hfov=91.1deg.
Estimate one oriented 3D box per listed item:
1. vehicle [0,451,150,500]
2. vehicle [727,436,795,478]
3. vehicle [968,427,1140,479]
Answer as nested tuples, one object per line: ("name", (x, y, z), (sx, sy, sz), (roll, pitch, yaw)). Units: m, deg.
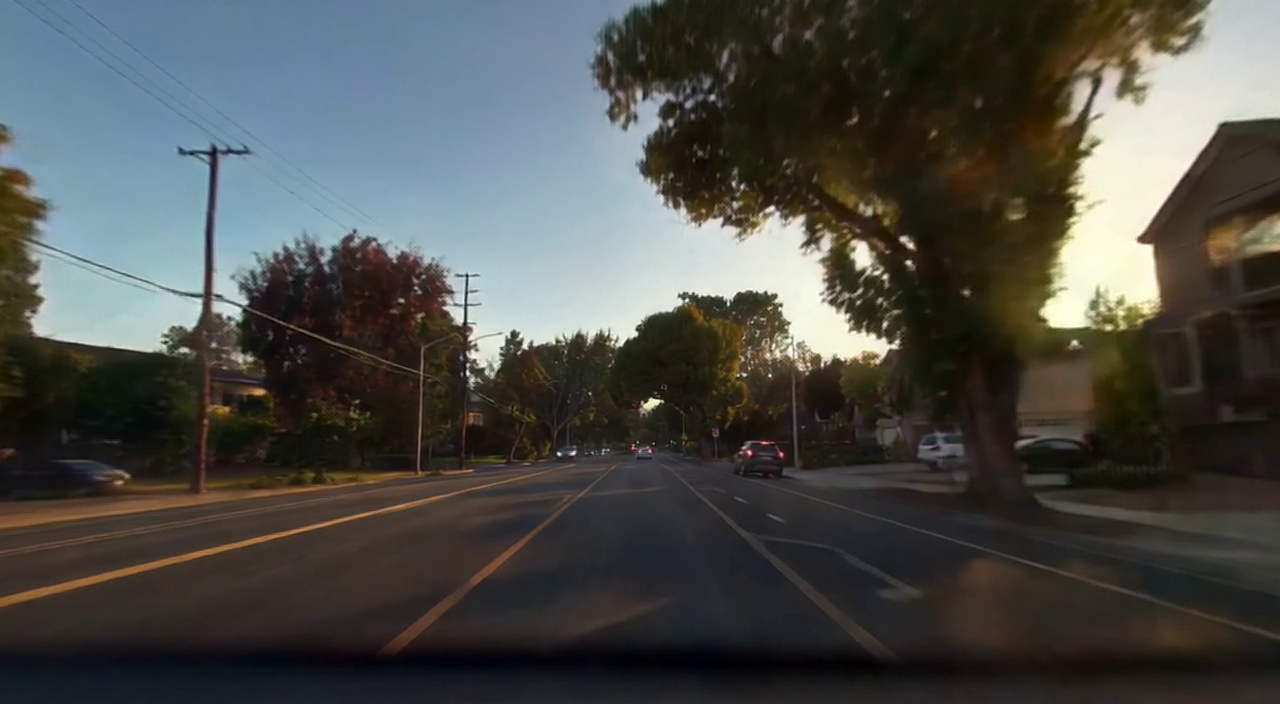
("vehicle", (-19.061, 3.998, 20.487), (4.500, 1.482, 1.916), (0, -9, 2))
("vehicle", (5.595, 4.926, 29.692), (2.114, 1.799, 4.960), (0, -9, -1))
("vehicle", (13.960, 3.416, 21.378), (4.399, 1.663, 1.970), (0, -8, 0))
